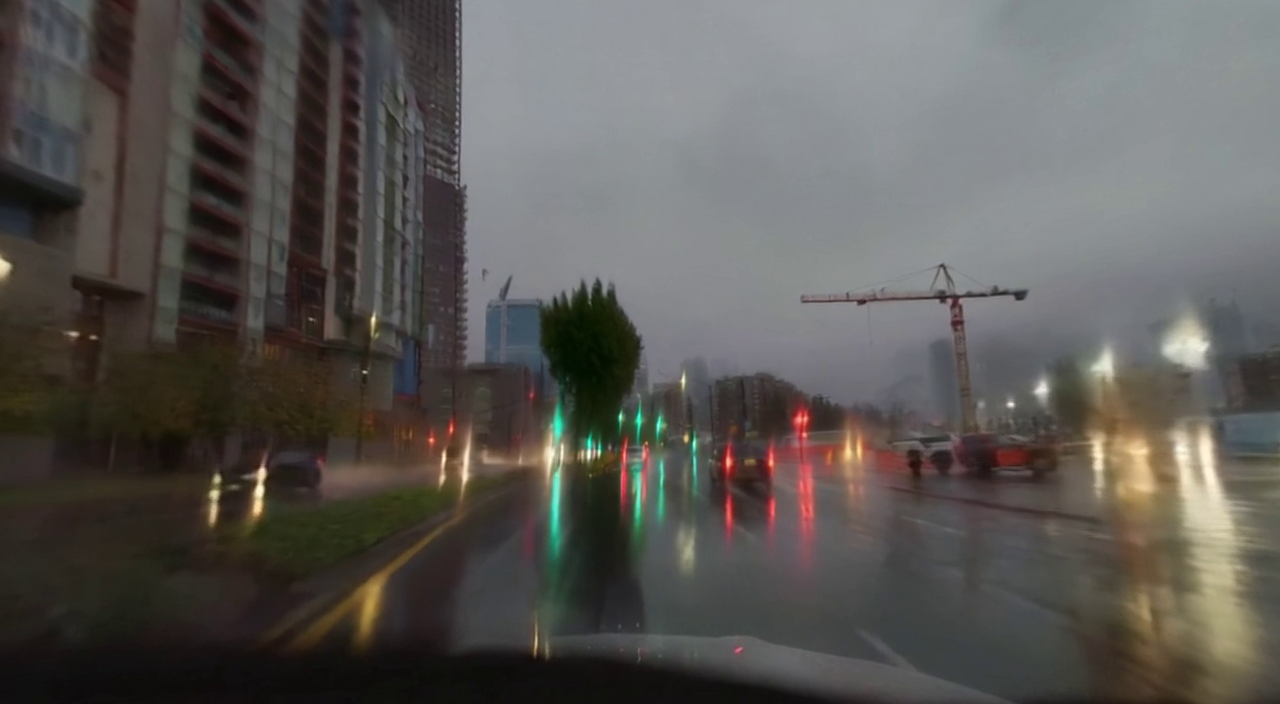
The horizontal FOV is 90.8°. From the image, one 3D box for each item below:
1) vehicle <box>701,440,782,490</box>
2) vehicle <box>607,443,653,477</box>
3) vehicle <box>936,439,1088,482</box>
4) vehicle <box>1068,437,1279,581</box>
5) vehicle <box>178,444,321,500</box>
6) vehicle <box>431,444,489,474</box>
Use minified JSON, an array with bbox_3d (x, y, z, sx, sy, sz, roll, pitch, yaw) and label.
[{"bbox_3d":[3.242,3.700,21.027,1.910,1.474,4.003,0,-9,-2],"label":"vehicle"},{"bbox_3d":[-0.470,5.044,29.680,2.006,1.487,3.535,0,-9,-1],"label":"vehicle"},{"bbox_3d":[13.390,3.925,22.950,4.256,1.469,1.869,-1,-9,2],"label":"vehicle"},{"bbox_3d":[7.459,1.700,7.160,1.893,1.455,4.571,0,-9,-2],"label":"vehicle"},{"bbox_3d":[-13.061,4.007,21.558,1.929,1.686,4.547,-1,-9,1],"label":"vehicle"},{"bbox_3d":[-10.579,6.285,37.398,1.973,1.646,4.427,-1,-9,2],"label":"vehicle"}]
